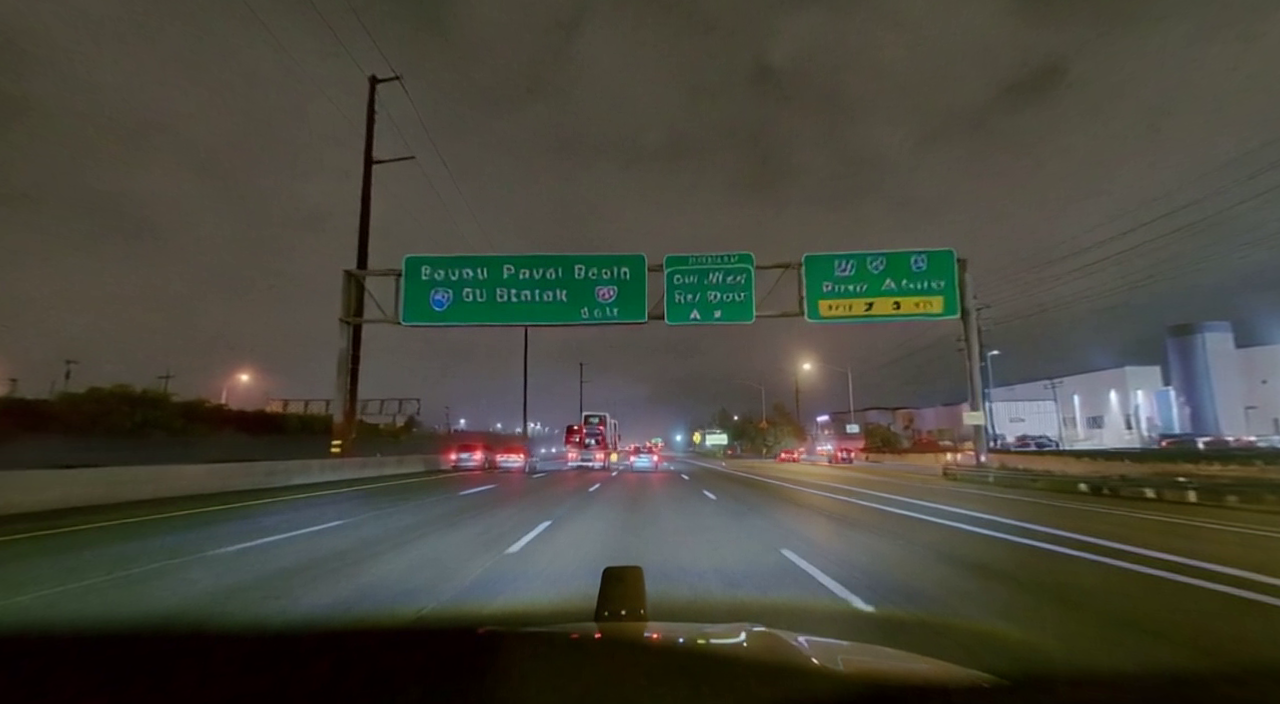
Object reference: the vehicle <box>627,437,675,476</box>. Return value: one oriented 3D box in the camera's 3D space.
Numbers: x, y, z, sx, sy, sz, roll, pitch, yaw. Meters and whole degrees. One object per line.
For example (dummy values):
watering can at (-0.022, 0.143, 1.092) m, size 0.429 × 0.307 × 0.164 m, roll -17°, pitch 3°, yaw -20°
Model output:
vehicle at (0.536, 5.331, 32.458) m, size 2.279 × 1.837 × 4.747 m, roll 0°, pitch -8°, yaw 1°

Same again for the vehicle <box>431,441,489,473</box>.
vehicle at (-10.220, 5.960, 36.136) m, size 1.997 × 1.692 × 4.294 m, roll 0°, pitch -8°, yaw 1°

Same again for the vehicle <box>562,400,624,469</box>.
vehicle at (-3.161, 6.355, 47.757) m, size 2.888 × 4.308 × 16.259 m, roll 0°, pitch -8°, yaw 2°

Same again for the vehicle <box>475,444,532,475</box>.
vehicle at (-7.037, 5.565, 32.908) m, size 1.945 × 1.482 × 4.109 m, roll 0°, pitch -8°, yaw 2°
